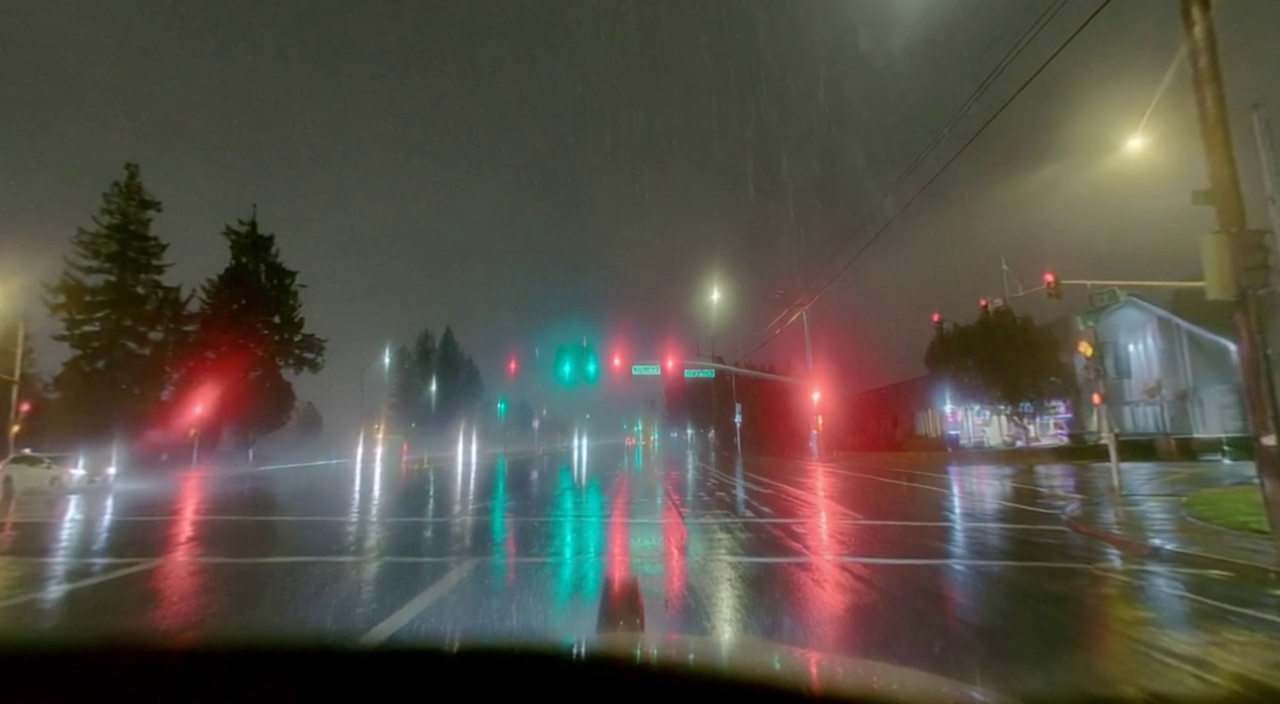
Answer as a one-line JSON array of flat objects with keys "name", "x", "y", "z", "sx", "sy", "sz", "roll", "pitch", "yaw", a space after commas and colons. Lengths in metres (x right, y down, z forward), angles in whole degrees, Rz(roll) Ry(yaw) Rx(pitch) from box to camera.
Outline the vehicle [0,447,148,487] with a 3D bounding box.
[{"name": "vehicle", "x": -22.711, "y": 4.532, "z": 25.118, "sx": 4.500, "sy": 1.465, "sz": 1.936, "roll": 0, "pitch": -8, "yaw": -4}]
